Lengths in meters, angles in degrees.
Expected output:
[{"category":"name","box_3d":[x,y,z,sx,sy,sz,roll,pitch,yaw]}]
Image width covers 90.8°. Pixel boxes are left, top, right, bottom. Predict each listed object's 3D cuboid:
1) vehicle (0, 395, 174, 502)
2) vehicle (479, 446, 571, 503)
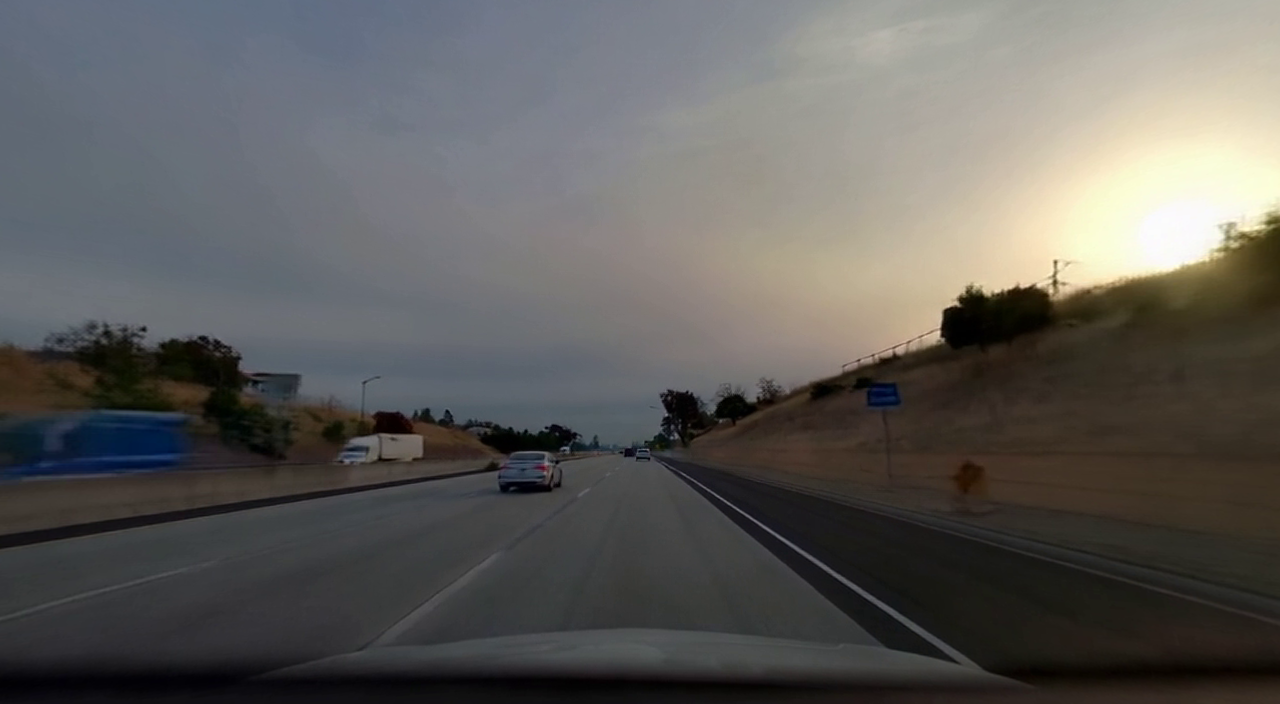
[{"category":"vehicle","box_3d":[-19.633,3.246,21.152,2.667,3.022,6.766,0,-9,1]},{"category":"vehicle","box_3d":[-3.291,3.592,18.911,1.978,1.498,4.080,0,-9,0]}]
